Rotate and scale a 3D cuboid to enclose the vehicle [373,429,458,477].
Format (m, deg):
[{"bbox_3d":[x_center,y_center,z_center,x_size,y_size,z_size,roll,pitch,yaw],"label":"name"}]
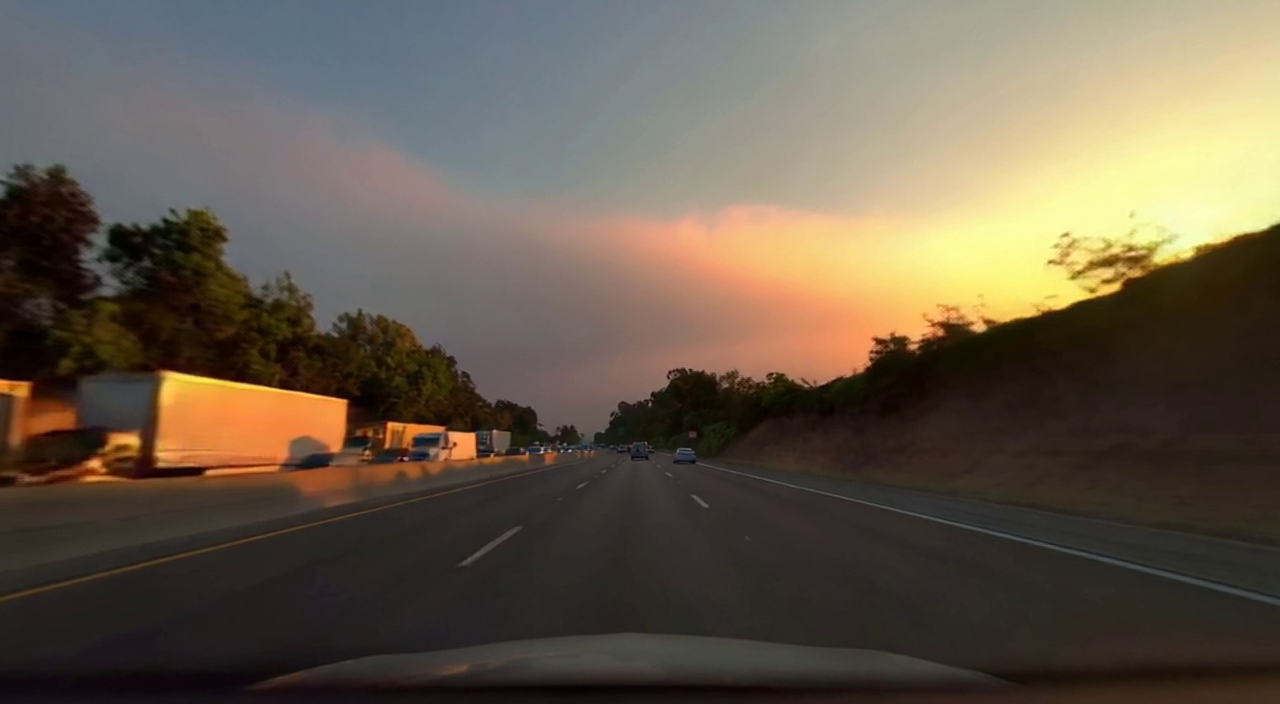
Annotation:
[{"bbox_3d":[-11.570,5.293,33.057,2.282,2.273,5.443,0,-9,2],"label":"vehicle"}]

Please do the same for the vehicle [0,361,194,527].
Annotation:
[{"bbox_3d":[-16.320,2.592,17.788,2.963,3.892,5.814,0,-9,0],"label":"vehicle"}]

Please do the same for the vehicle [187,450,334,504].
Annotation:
[{"bbox_3d":[-11.711,3.850,19.870,1.955,1.460,4.296,0,-9,0],"label":"vehicle"}]
